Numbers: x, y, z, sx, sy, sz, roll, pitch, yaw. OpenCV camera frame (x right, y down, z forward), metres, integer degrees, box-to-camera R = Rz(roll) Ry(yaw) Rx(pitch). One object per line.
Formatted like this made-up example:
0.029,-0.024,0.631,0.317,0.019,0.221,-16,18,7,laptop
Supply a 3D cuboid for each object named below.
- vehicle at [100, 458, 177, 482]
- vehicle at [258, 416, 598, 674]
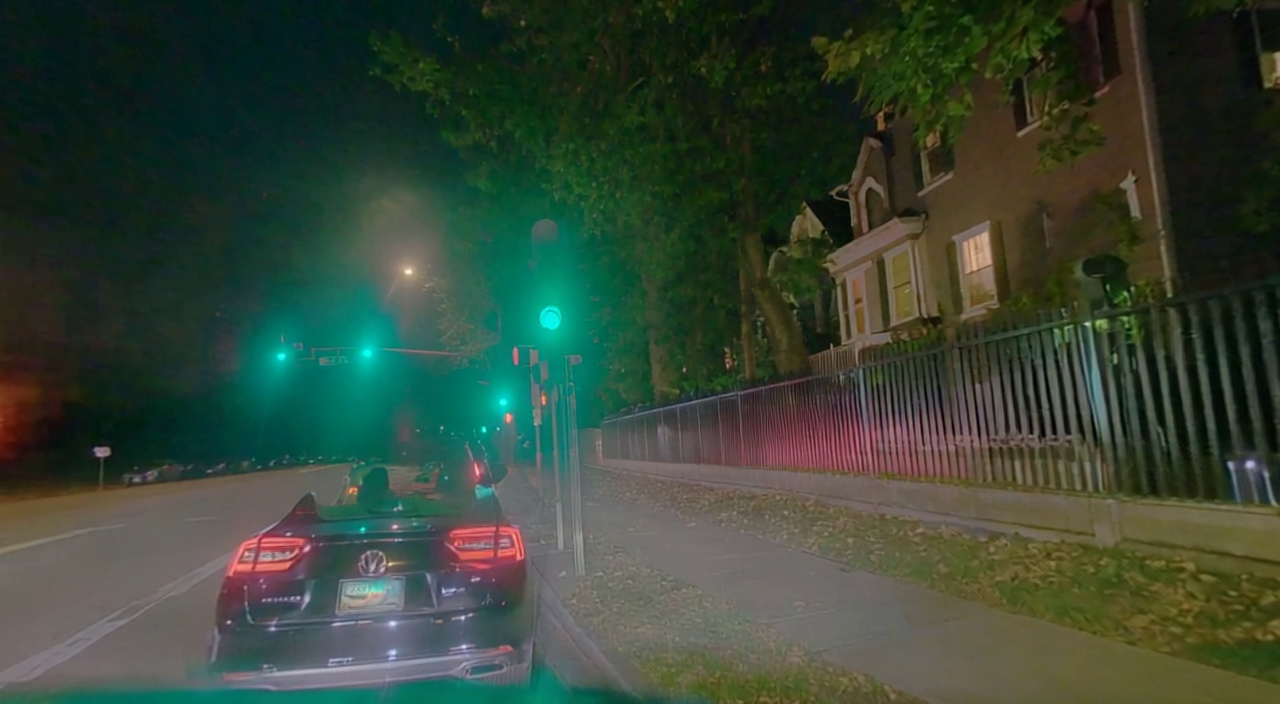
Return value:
-37.240,8.736,47.011,3.959,1.680,1.785,2,-9,-11,vehicle
-1.813,1.442,5.848,2.024,1.502,3.702,2,-9,-17,vehicle
